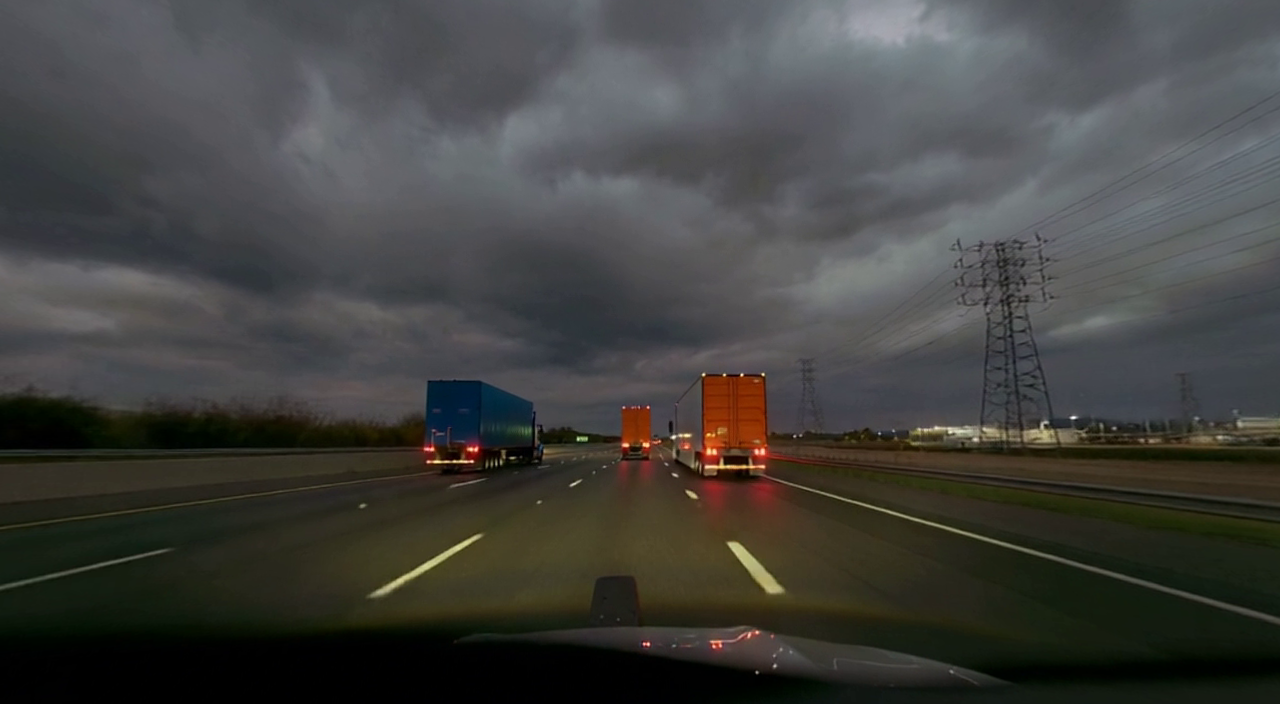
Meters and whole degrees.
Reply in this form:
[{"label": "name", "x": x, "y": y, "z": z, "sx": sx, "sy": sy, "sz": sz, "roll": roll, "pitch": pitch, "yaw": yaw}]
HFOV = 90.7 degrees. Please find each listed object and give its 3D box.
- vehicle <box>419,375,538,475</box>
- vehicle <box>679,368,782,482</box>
[{"label": "vehicle", "x": -7.303, "y": 3.695, "z": 30.718, "sx": 2.937, "sy": 3.981, "sz": 11.119, "roll": 0, "pitch": -8, "yaw": -1}, {"label": "vehicle", "x": 3.421, "y": 3.199, "z": 26.771, "sx": 2.806, "sy": 3.919, "sz": 9.777, "roll": 0, "pitch": -8, "yaw": 0}]
